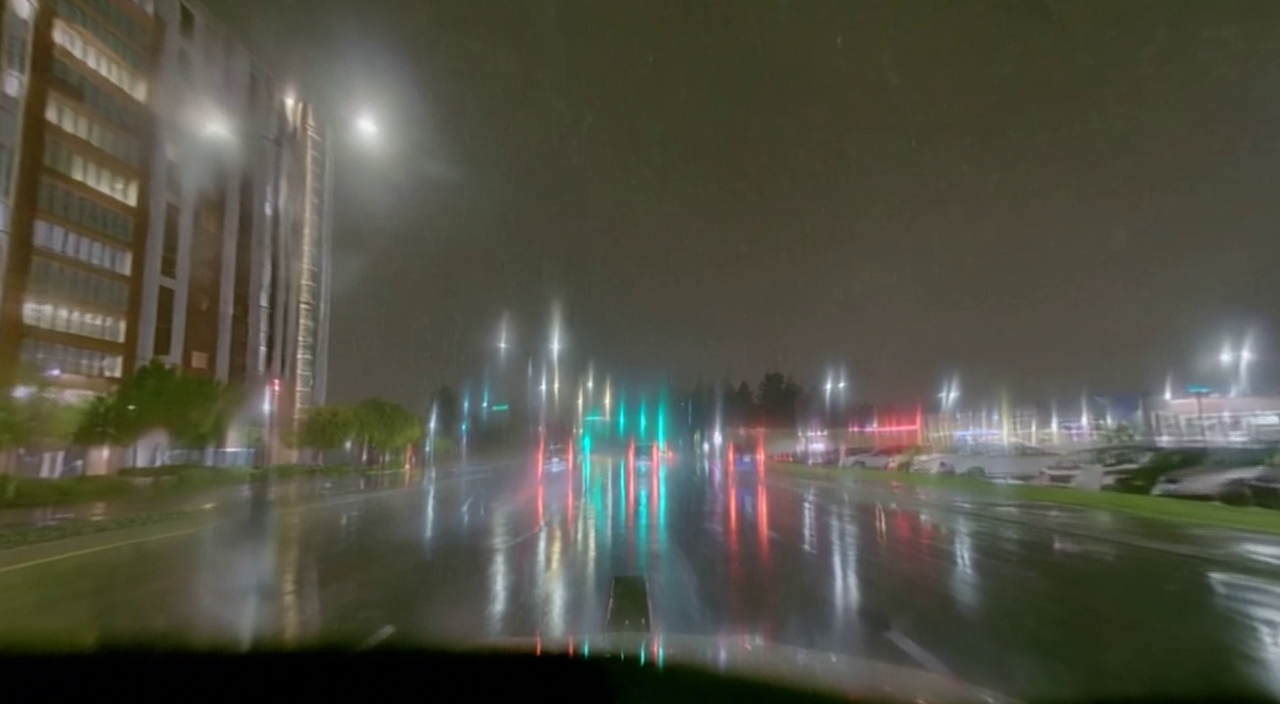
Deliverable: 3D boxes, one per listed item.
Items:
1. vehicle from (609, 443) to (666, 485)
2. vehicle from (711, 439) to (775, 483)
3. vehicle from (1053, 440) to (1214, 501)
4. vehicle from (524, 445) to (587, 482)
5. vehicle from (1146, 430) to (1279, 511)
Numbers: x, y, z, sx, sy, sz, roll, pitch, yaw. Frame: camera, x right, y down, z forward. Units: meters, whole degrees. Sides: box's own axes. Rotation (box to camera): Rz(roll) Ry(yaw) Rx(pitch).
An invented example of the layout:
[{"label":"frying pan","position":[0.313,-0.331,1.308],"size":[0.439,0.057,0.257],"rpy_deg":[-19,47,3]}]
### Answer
[{"label":"vehicle","position":[-0.082,4.404,25.037],"size":[2.059,1.477,3.988],"rpy_deg":[-1,-9,0]},{"label":"vehicle","position":[4.281,4.604,26.915],"size":[2.007,1.683,4.171],"rpy_deg":[0,-9,0]},{"label":"vehicle","position":[13.726,3.245,17.531],"size":[3.892,1.447,1.956],"rpy_deg":[3,-10,-28]},{"label":"vehicle","position":[-3.613,4.870,27.809],"size":[2.029,1.482,4.591],"rpy_deg":[-1,-9,2]},{"label":"vehicle","position":[14.209,2.708,14.887],"size":[4.172,1.648,1.922],"rpy_deg":[4,-10,-29]}]
